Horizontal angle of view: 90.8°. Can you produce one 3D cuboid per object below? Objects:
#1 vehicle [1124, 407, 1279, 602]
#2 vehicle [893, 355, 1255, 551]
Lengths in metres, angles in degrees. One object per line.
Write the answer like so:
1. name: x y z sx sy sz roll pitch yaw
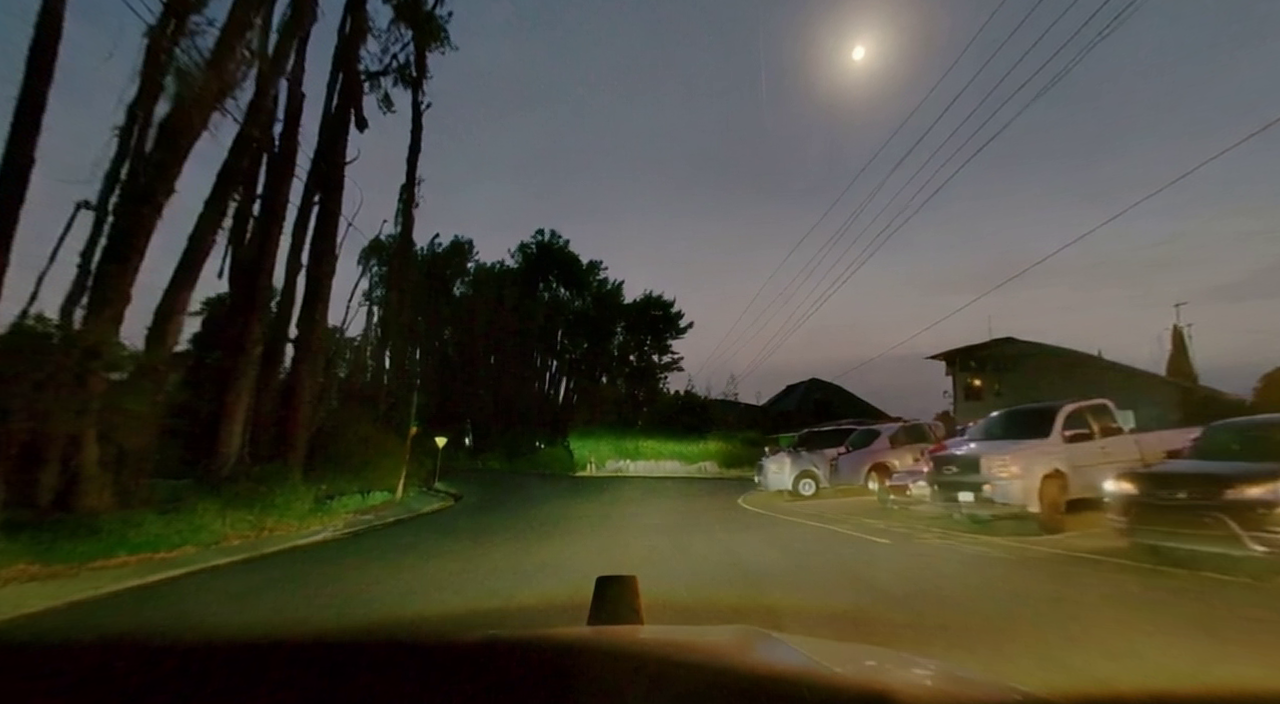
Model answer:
1. vehicle: 7.011 1.361 6.491 4.156 1.502 1.577 0 -7 -30
2. vehicle: 6.784 1.615 9.823 5.269 2.289 2.446 7 -13 -31
